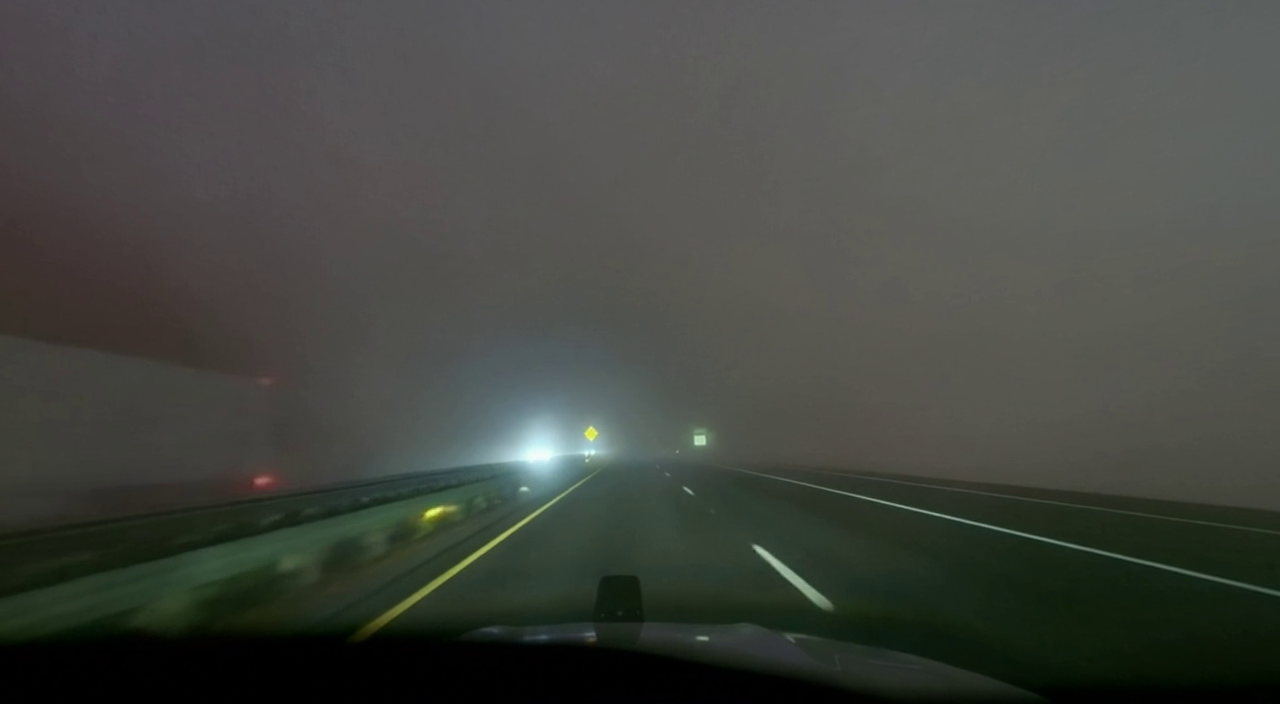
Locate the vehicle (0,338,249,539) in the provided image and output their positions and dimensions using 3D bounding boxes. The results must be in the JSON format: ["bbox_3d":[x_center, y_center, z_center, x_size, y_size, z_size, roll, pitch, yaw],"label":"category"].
[{"bbox_3d":[-14.379,2.348,16.529,2.857,4.032,8.182,0,-9,-1],"label":"vehicle"}]
